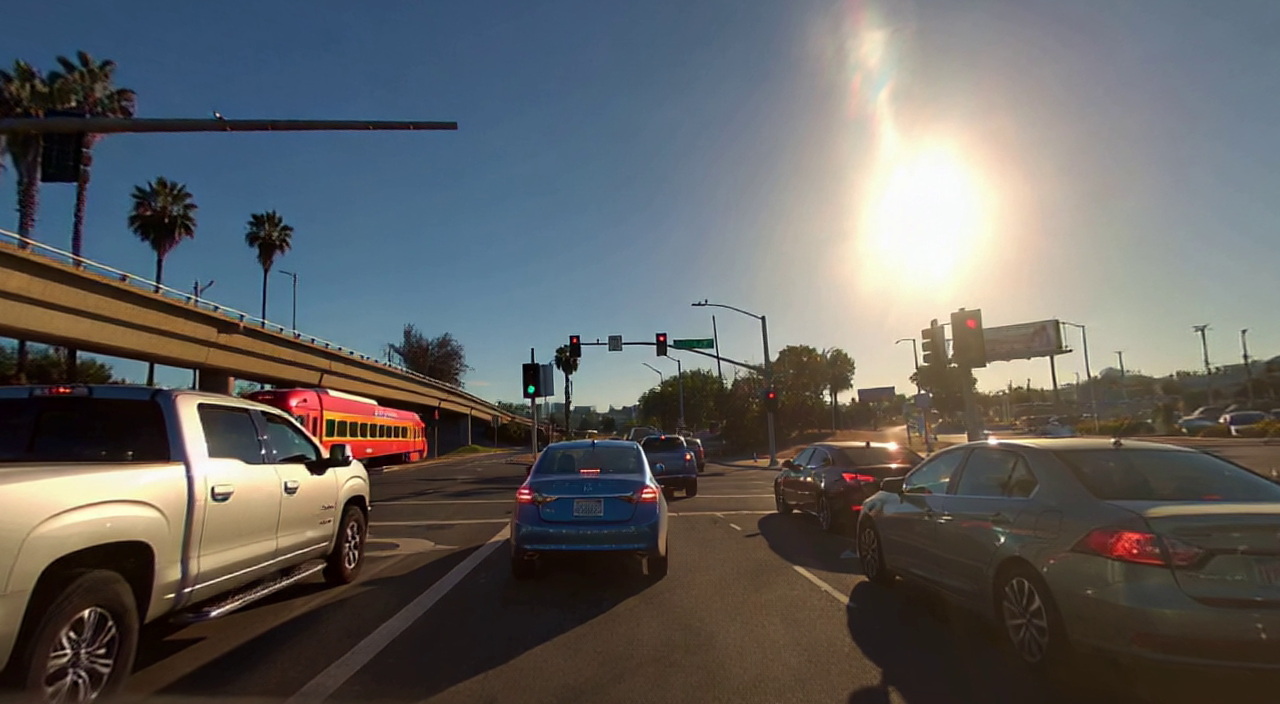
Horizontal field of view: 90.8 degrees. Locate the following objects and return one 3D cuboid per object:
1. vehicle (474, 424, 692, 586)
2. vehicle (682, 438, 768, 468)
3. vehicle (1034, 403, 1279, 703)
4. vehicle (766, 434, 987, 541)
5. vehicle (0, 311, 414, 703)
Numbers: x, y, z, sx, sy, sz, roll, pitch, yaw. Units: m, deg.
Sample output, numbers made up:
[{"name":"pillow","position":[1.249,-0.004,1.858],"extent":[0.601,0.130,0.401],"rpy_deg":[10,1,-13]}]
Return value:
[{"name":"vehicle","position":[-0.630,1.743,8.044],"extent":[2.035,1.491,4.090],"rpy_deg":[0,-9,-3]},{"name":"vehicle","position":[4.193,5.093,31.973],"extent":[1.878,1.428,4.416],"rpy_deg":[5,-10,-32]},{"name":"vehicle","position":[3.879,0.887,2.195],"extent":[2.052,1.496,4.541],"rpy_deg":[0,-9,0]},{"name":"vehicle","position":[3.703,2.199,10.968],"extent":[1.965,1.448,4.486],"rpy_deg":[0,-9,-2]},{"name":"vehicle","position":[-3.786,1.098,4.928],"extent":[2.078,1.838,5.448],"rpy_deg":[0,-9,-1]}]
